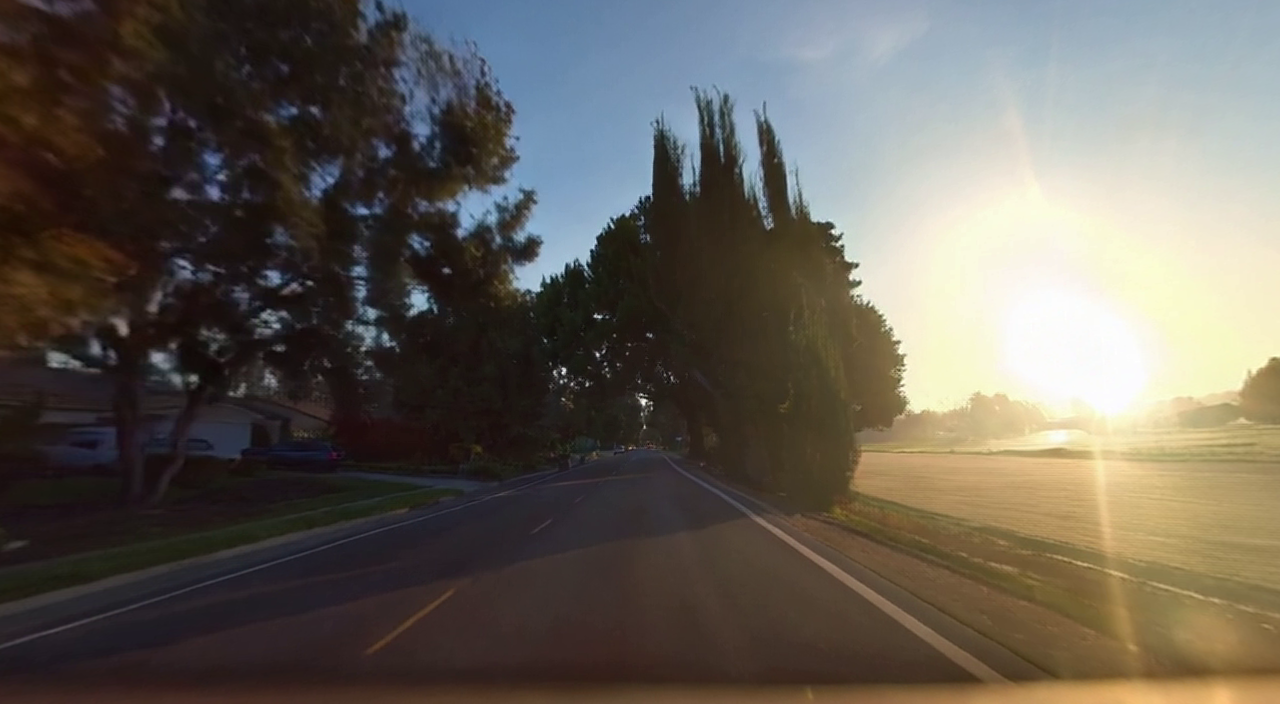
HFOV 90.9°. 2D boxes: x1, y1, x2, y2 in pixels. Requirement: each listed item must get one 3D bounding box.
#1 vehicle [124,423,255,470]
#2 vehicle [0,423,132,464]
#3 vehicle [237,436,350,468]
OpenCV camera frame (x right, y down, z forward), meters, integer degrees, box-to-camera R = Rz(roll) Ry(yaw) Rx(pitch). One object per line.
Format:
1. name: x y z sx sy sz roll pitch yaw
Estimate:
1. vehicle: -20.193 4.212 28.334 4.511 1.876 2.044 0 -8 10
2. vehicle: -26.148 4.176 28.763 4.237 1.701 1.881 -2 -9 1
3. vehicle: -18.850 5.442 34.534 5.008 1.619 2.102 1 -8 -15
